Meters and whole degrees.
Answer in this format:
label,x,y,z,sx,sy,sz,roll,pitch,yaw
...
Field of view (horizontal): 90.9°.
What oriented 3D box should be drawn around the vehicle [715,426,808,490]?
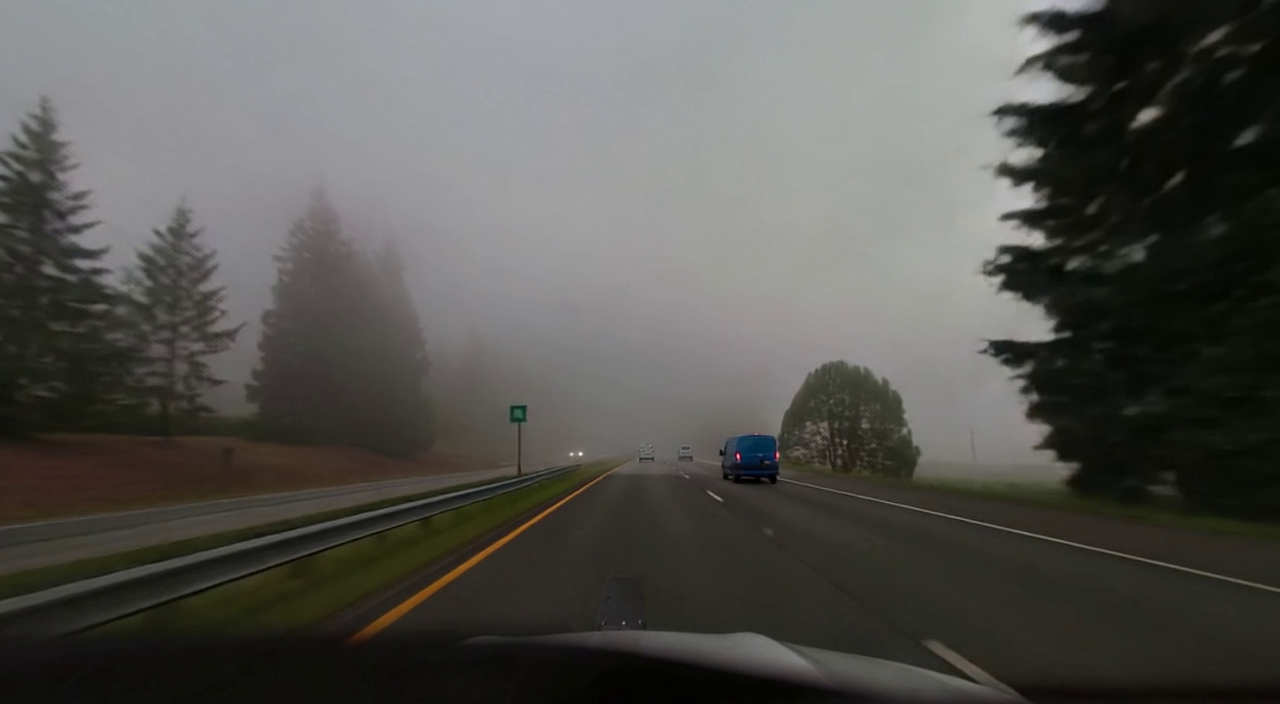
label,x,y,z,sx,sy,sz,roll,pitch,yaw
vehicle,4.285,3.862,23.138,2.371,2.045,4.768,0,-9,-1
